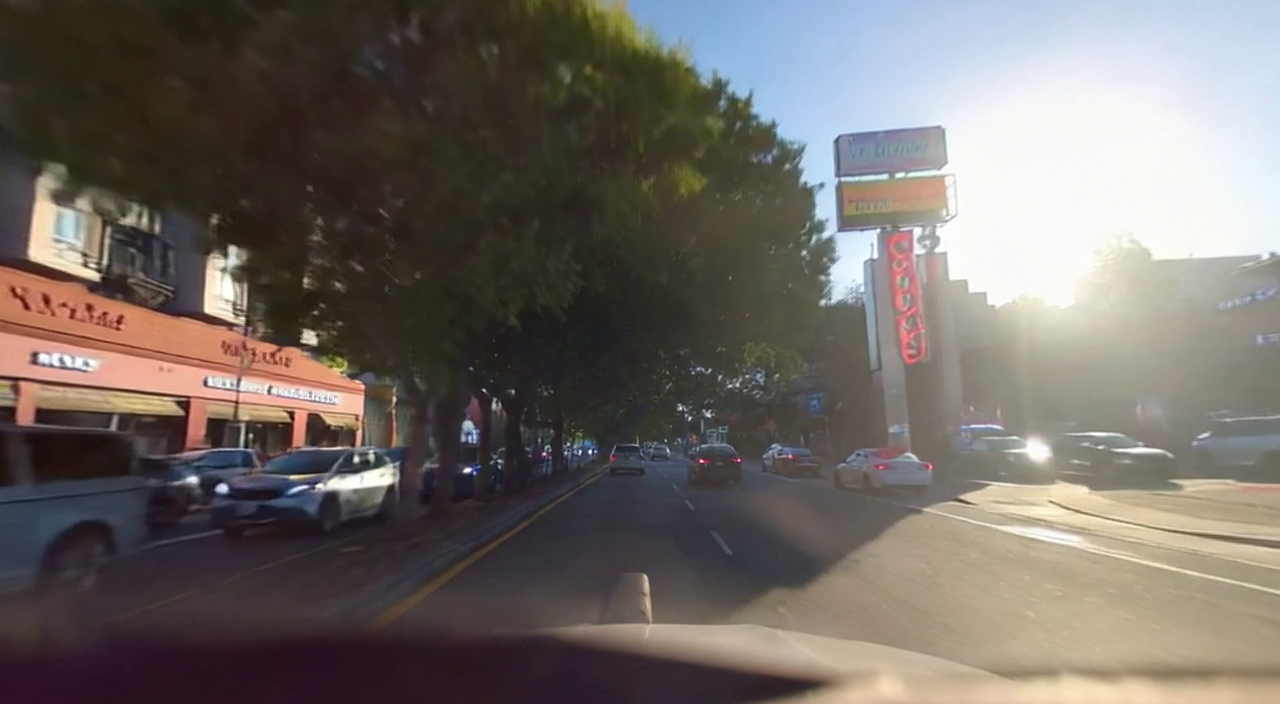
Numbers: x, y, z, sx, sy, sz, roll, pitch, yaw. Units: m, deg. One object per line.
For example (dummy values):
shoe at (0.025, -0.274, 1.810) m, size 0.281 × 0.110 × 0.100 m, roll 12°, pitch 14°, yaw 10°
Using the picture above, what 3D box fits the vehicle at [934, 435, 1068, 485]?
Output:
vehicle at (12.312, 3.700, 21.919) m, size 2.058 × 1.493 × 4.612 m, roll -2°, pitch -8°, yaw 3°

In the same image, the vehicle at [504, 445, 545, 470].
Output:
vehicle at (-8.391, 7.711, 46.125) m, size 2.097 × 1.707 × 4.506 m, roll 0°, pitch -9°, yaw 1°

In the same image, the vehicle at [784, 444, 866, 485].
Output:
vehicle at (7.284, 4.448, 25.344) m, size 1.831 × 1.475 × 4.924 m, roll -1°, pitch -8°, yaw 1°

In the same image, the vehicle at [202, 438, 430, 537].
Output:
vehicle at (-5.711, 2.429, 11.939) m, size 1.835 × 1.476 × 4.533 m, roll 1°, pitch -9°, yaw 1°

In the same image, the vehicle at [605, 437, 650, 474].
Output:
vehicle at (-0.631, 5.628, 34.382) m, size 2.301 × 1.837 × 4.411 m, roll 0°, pitch -9°, yaw 0°

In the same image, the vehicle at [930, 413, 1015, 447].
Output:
vehicle at (15.752, 3.804, 30.152) m, size 1.793 × 1.505 × 4.557 m, roll -1°, pitch -9°, yaw 3°

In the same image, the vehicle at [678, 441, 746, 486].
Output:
vehicle at (2.632, 4.189, 23.966) m, size 2.046 × 1.540 × 3.883 m, roll 0°, pitch -9°, yaw -1°

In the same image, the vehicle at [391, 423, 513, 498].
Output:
vehicle at (-5.580, 3.269, 19.563) m, size 2.240 × 1.945 × 5.114 m, roll -1°, pitch -8°, yaw 0°

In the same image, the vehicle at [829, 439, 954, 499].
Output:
vehicle at (7.495, 3.513, 19.338) m, size 1.914 × 1.587 × 4.548 m, roll 0°, pitch -8°, yaw 0°

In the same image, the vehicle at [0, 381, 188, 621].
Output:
vehicle at (-5.821, 1.041, 4.125) m, size 2.242 × 1.740 × 4.659 m, roll -1°, pitch -8°, yaw 0°

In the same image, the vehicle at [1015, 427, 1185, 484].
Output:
vehicle at (15.442, 3.504, 21.626) m, size 2.007 × 1.642 × 5.001 m, roll -2°, pitch -8°, yaw -1°

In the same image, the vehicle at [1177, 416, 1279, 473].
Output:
vehicle at (21.199, 3.082, 21.294) m, size 1.967 × 1.751 × 4.275 m, roll -2°, pitch -8°, yaw -5°
